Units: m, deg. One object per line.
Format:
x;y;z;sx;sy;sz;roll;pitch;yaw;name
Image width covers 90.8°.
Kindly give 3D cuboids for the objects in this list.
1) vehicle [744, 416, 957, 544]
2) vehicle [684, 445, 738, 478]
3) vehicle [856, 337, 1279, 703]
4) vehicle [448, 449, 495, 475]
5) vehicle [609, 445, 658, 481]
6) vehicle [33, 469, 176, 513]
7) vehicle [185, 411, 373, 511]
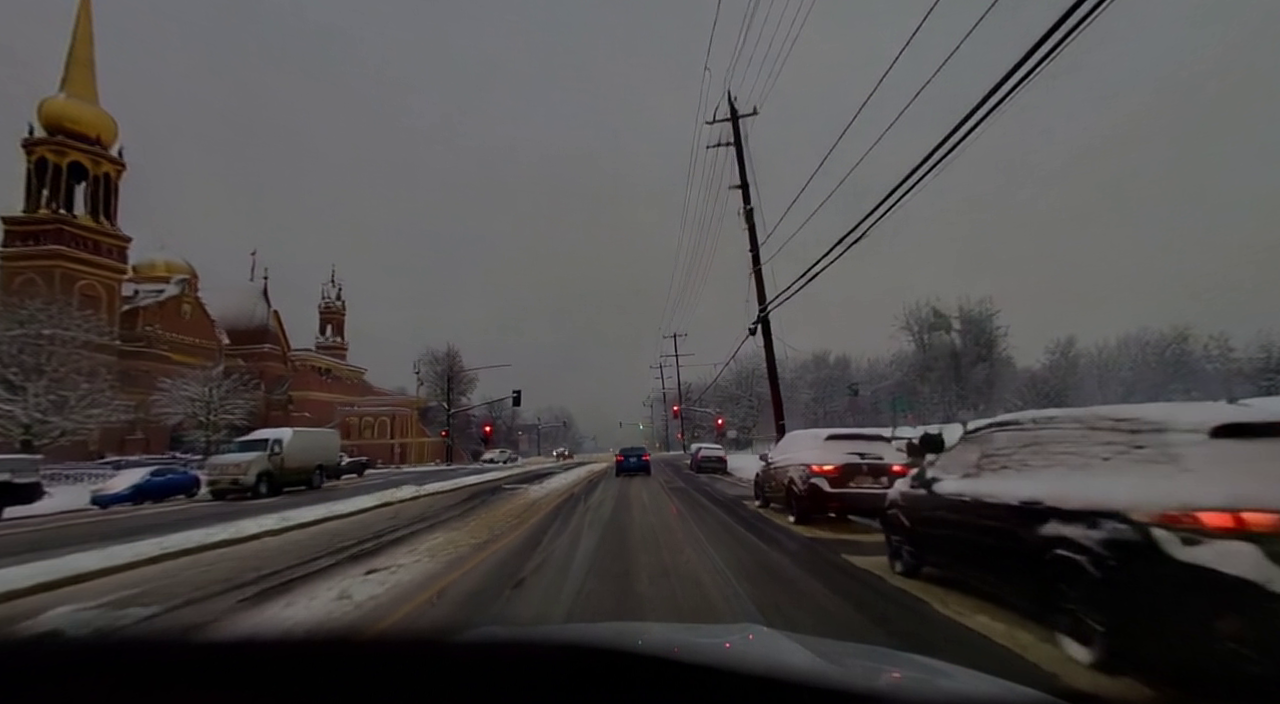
3.613;2.333;12.283;2.204;1.845;5.597;1;-9;0;vehicle
3.526;5.552;32.284;1.944;1.530;4.539;0;-9;-4;vehicle
3.623;1.197;5.126;2.140;1.890;4.402;0;-9;0;vehicle
-12.566;8.202;47.424;2.071;1.814;5.185;0;-9;1;vehicle
-0.302;5.012;28.801;2.049;1.453;4.299;0;-9;-1;vehicle
-19.406;5.026;23.014;3.703;1.234;1.683;-4;-10;0;vehicle
-12.118;3.743;22.056;2.961;2.739;6.276;-4;-9;-1;vehicle
